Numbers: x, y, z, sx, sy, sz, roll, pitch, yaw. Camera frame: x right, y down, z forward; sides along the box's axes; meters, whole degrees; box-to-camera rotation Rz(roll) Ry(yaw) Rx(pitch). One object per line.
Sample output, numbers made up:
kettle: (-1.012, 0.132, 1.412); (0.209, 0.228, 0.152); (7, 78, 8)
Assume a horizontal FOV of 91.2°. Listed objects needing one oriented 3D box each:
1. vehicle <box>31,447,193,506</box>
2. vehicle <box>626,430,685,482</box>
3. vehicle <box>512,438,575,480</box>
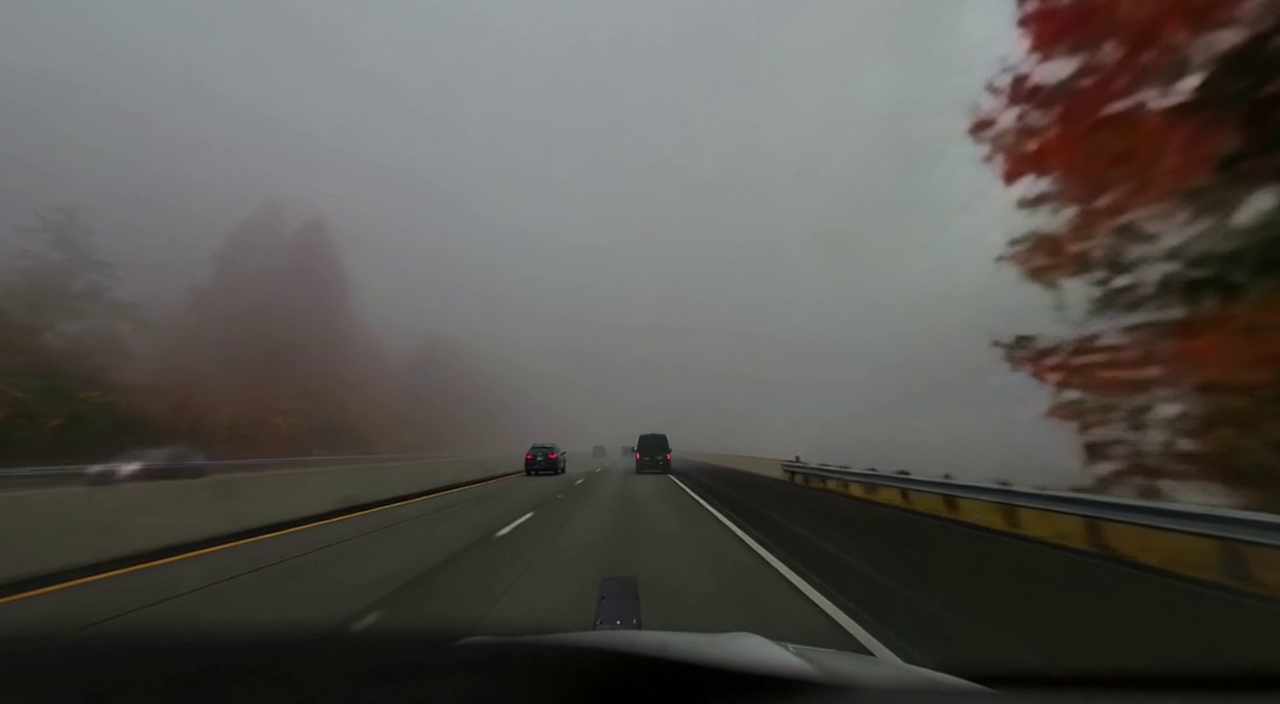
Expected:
vehicle: (-16.944, 3.974, 20.422); (1.801, 1.691, 3.919); (0, -9, 0)
vehicle: (0.518, 4.232, 25.666); (2.179, 1.930, 4.538); (0, -9, -1)
vehicle: (-4.152, 4.707, 27.694); (2.088, 1.688, 4.365); (0, -9, 0)
